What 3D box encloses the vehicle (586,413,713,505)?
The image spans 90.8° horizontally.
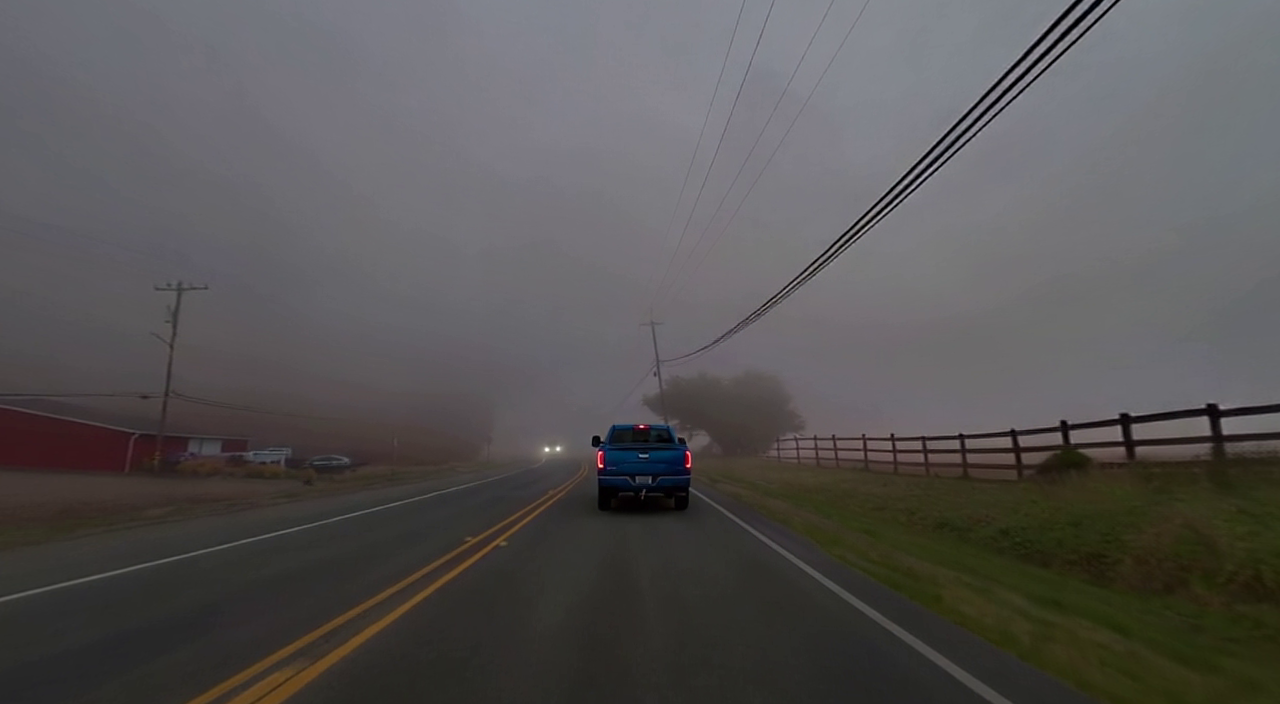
[{"bbox_3d":[0.092,2.736,16.616,2.693,1.941,6.356,0,-8,-2],"label":"vehicle"}]
